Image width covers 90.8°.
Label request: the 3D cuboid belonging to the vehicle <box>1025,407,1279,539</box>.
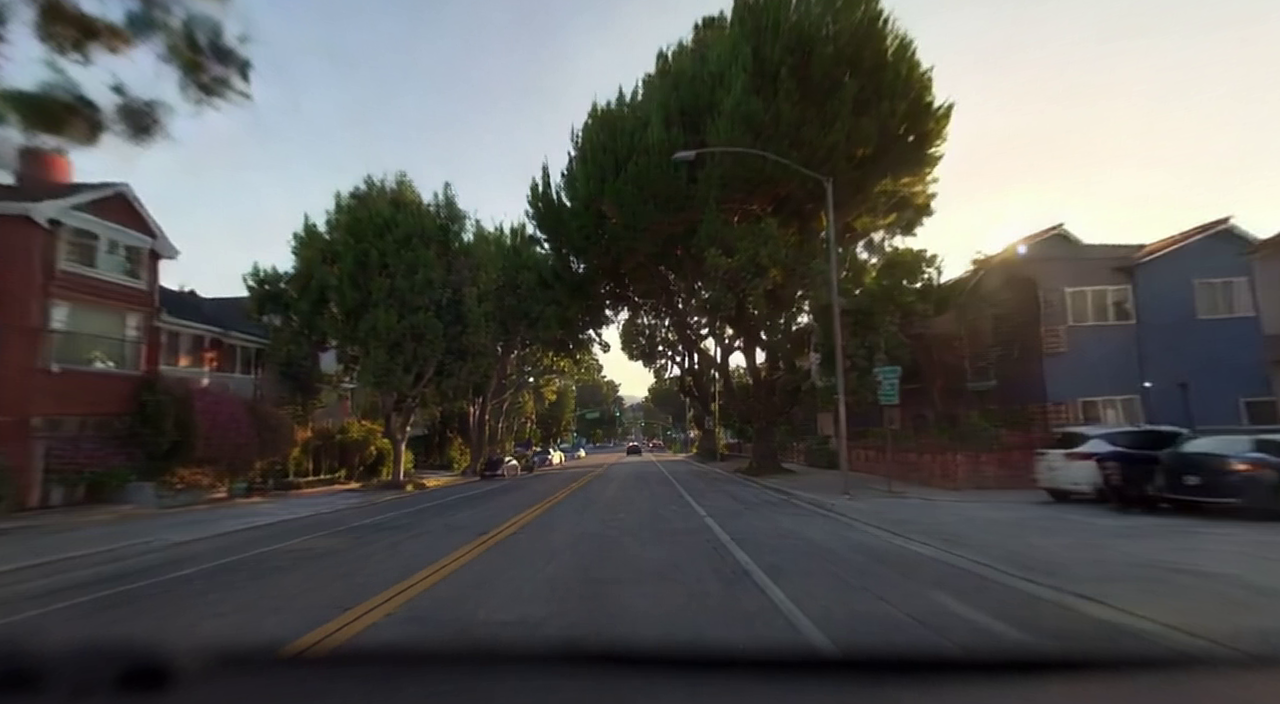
[{"bbox_3d":[9.276,2.009,11.010,2.121,1.785,4.693,0,-9,0],"label":"vehicle"}]
